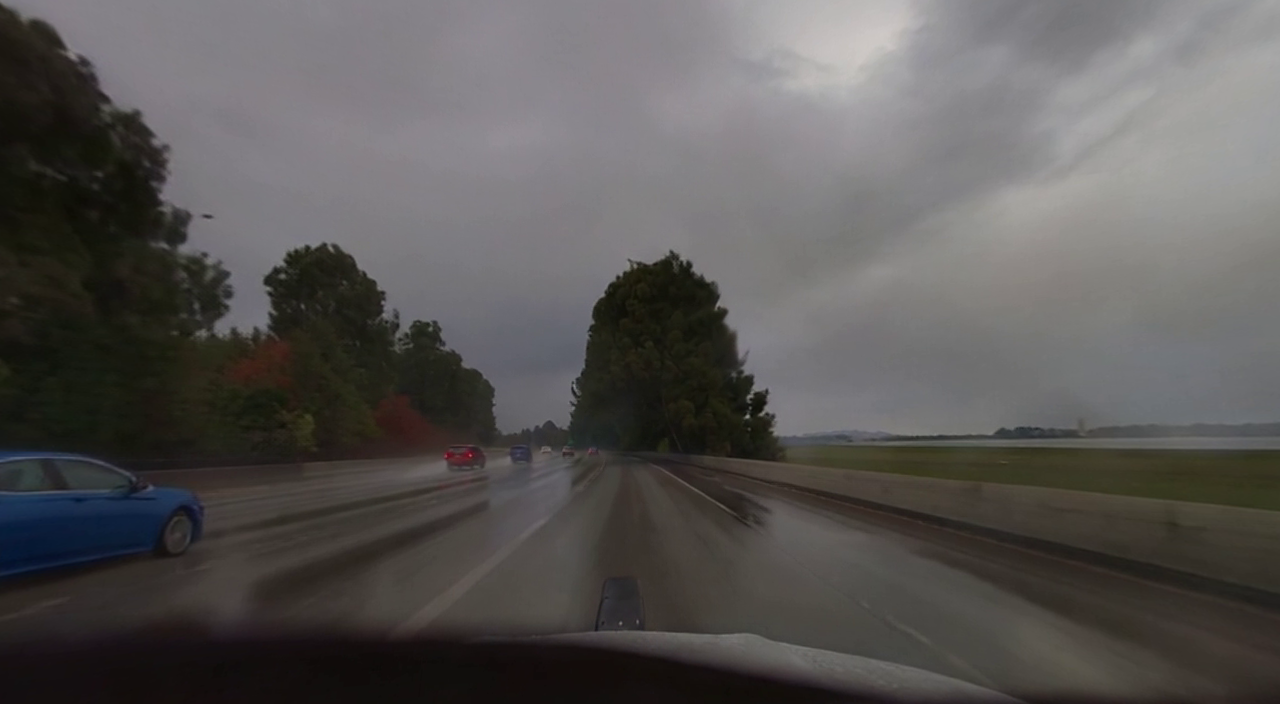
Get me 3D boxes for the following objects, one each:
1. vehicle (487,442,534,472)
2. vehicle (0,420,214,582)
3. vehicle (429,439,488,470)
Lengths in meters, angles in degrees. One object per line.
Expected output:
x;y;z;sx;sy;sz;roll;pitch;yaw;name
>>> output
-7.827;6.374;38.402;2.060;1.680;4.255;0;-9;-2;vehicle
-7.450;1.586;6.939;2.133;1.586;4.869;0;-9;-1;vehicle
-12.071;6.834;42.275;2.425;1.926;5.584;0;-9;-2;vehicle
